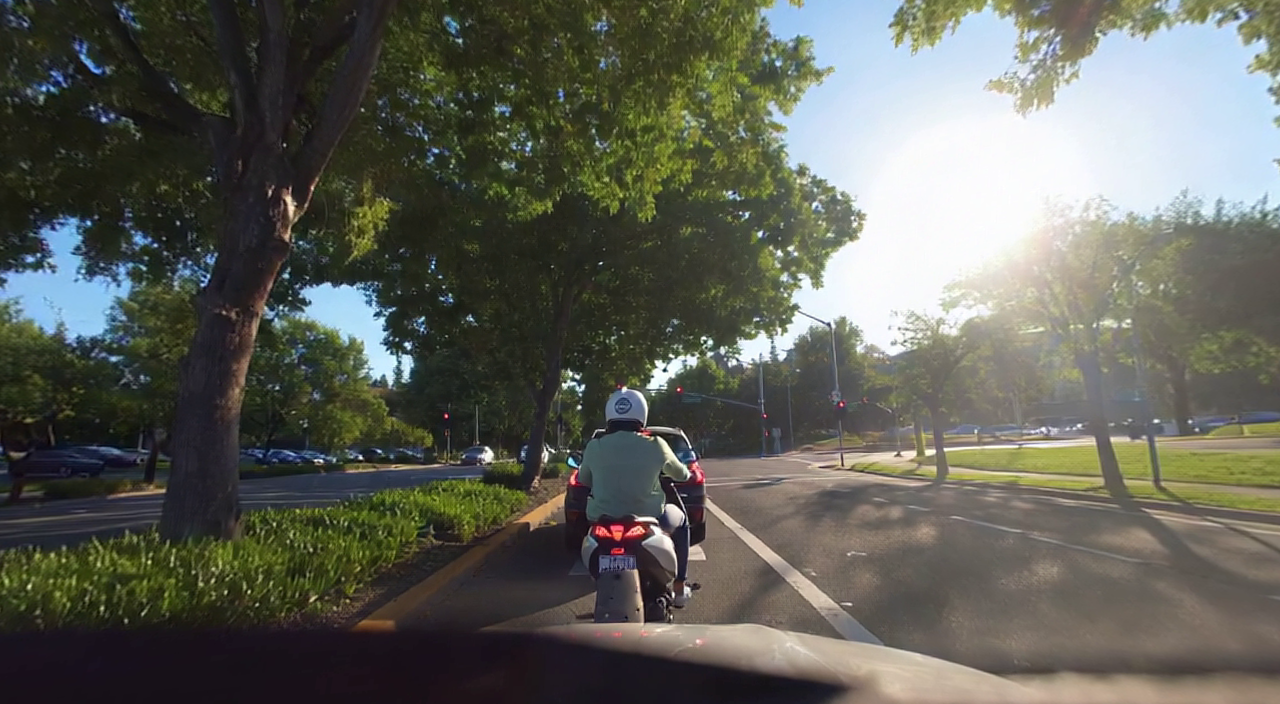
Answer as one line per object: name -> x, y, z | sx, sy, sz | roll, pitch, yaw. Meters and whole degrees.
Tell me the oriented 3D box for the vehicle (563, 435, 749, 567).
vehicle -> 0.131, 1.999, 9.388 | 2.093, 1.450, 4.437 | 0, -8, -1
